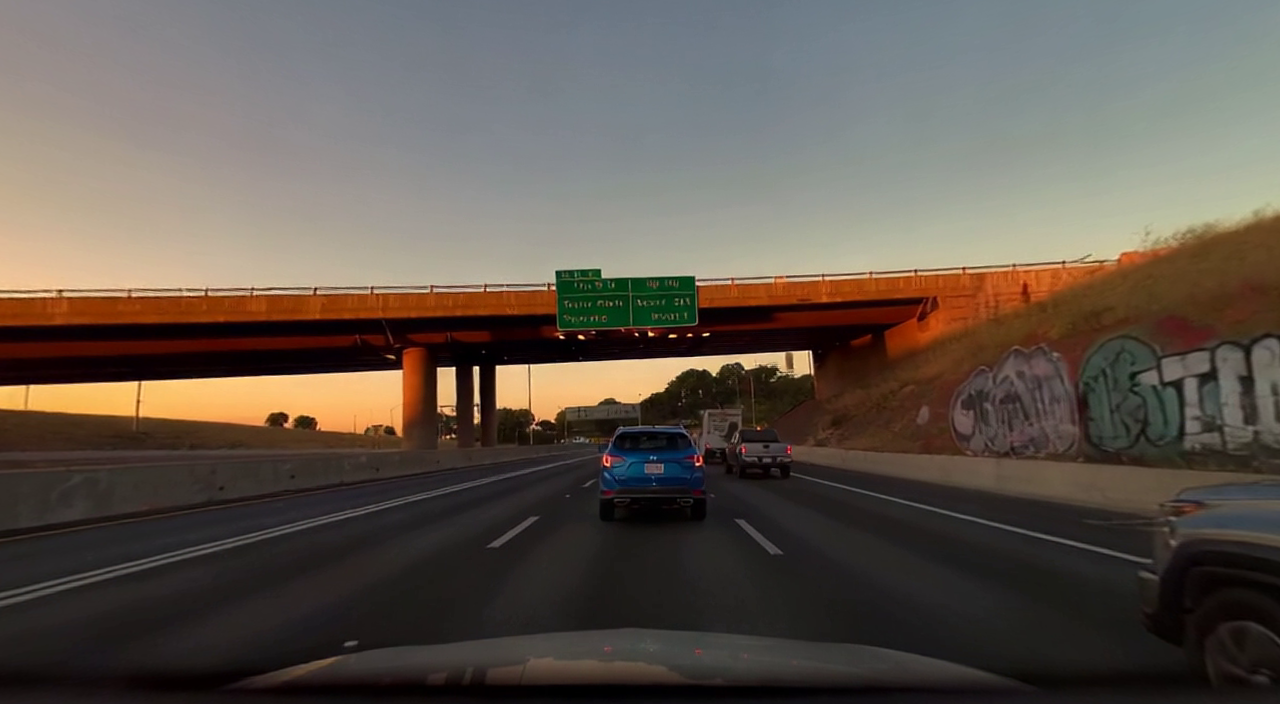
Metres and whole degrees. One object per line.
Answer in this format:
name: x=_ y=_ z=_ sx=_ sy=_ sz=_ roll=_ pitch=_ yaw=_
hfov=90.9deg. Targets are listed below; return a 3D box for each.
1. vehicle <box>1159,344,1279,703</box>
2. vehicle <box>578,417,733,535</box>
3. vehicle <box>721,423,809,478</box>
vehicle: x=3.629 y=0.553 z=0.804 sx=2.133 sy=1.685 sz=4.518 roll=-1 pitch=-8 yaw=2
vehicle: x=0.252 y=2.064 z=11.022 sx=2.193 sy=1.651 sz=3.946 roll=0 pitch=-8 yaw=1
vehicle: x=4.752 y=3.879 z=25.021 sx=2.311 sy=1.922 sz=5.977 roll=0 pitch=-8 yaw=0
